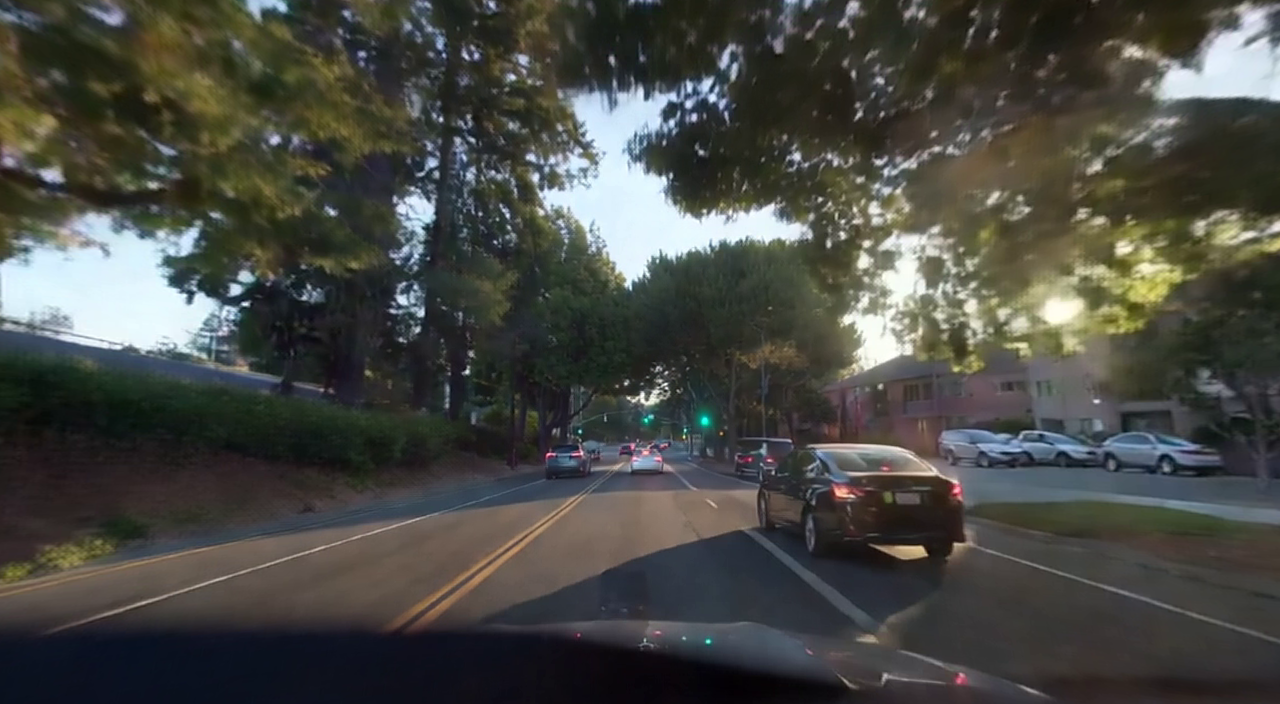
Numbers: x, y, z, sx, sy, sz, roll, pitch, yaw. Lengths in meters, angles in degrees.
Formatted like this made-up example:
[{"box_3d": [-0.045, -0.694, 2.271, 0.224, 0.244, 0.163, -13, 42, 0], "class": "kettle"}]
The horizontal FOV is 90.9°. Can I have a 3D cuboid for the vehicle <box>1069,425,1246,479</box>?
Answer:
[{"box_3d": [20.874, 4.090, 25.955, 2.177, 1.947, 5.935, 0, -8, 0], "class": "vehicle"}]

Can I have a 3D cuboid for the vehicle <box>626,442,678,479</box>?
[{"box_3d": [0.473, 4.700, 27.675, 2.101, 1.467, 4.210, 0, -8, 0], "class": "vehicle"}]

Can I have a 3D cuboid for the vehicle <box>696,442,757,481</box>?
[{"box_3d": [3.565, 4.571, 26.574, 1.943, 1.484, 4.030, 0, -8, -1], "class": "vehicle"}]

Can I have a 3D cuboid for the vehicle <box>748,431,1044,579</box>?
[{"box_3d": [2.993, 1.885, 8.691, 2.158, 1.483, 4.415, 0, -8, -1], "class": "vehicle"}]

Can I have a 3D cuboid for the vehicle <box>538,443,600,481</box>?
[{"box_3d": [-2.923, 4.650, 26.989, 2.012, 1.505, 4.205, 0, -8, 2], "class": "vehicle"}]
